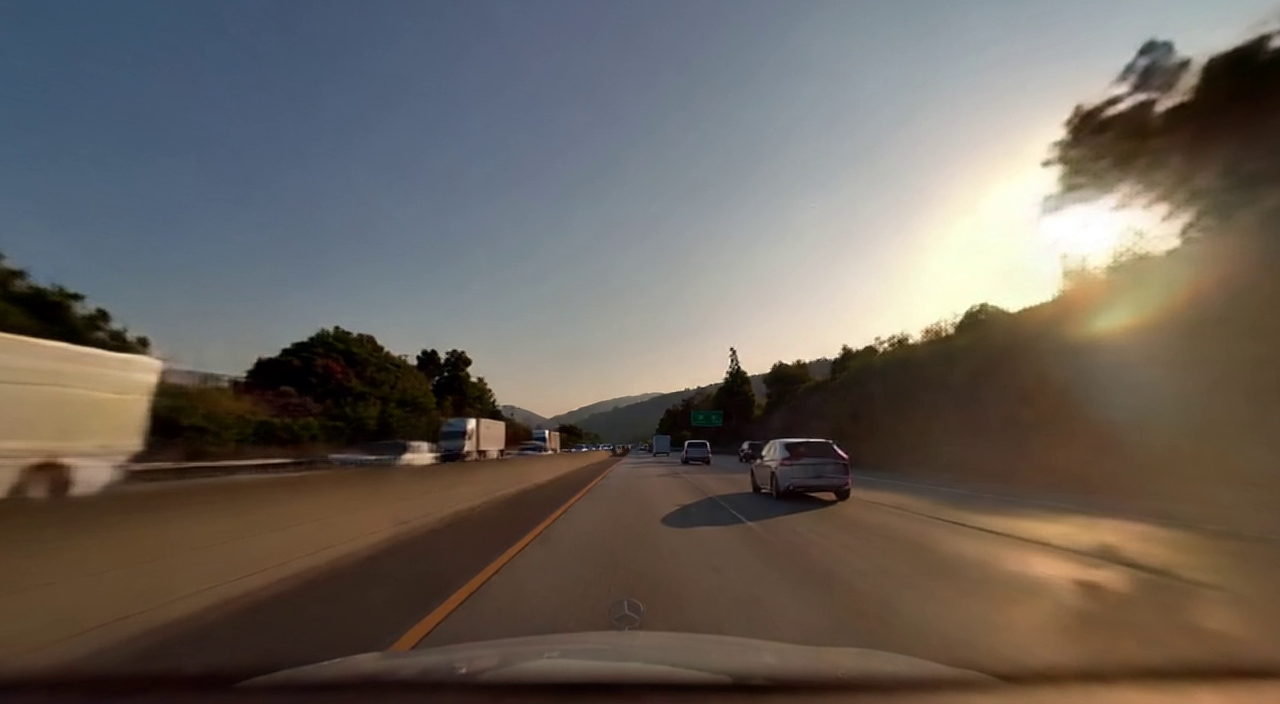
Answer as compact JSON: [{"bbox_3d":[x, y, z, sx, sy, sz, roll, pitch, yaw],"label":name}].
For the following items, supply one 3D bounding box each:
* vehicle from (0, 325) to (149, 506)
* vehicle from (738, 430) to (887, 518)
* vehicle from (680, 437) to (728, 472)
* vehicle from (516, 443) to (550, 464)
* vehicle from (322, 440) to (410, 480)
[{"bbox_3d":[-15.654,0.938,10.941,2.860,3.996,14.327,0,-9,0],"label":"vehicle"},{"bbox_3d":[3.565,2.604,13.926,2.023,1.603,4.159,0,-9,-1],"label":"vehicle"},{"bbox_3d":[3.449,5.682,35.070,2.070,1.751,4.576,0,-9,-2],"label":"vehicle"},{"bbox_3d":[-8.025,7.683,47.712,1.900,1.485,4.239,0,-9,0],"label":"vehicle"},{"bbox_3d":[-11.717,4.643,27.351,1.921,1.564,4.224,0,-9,0],"label":"vehicle"}]
